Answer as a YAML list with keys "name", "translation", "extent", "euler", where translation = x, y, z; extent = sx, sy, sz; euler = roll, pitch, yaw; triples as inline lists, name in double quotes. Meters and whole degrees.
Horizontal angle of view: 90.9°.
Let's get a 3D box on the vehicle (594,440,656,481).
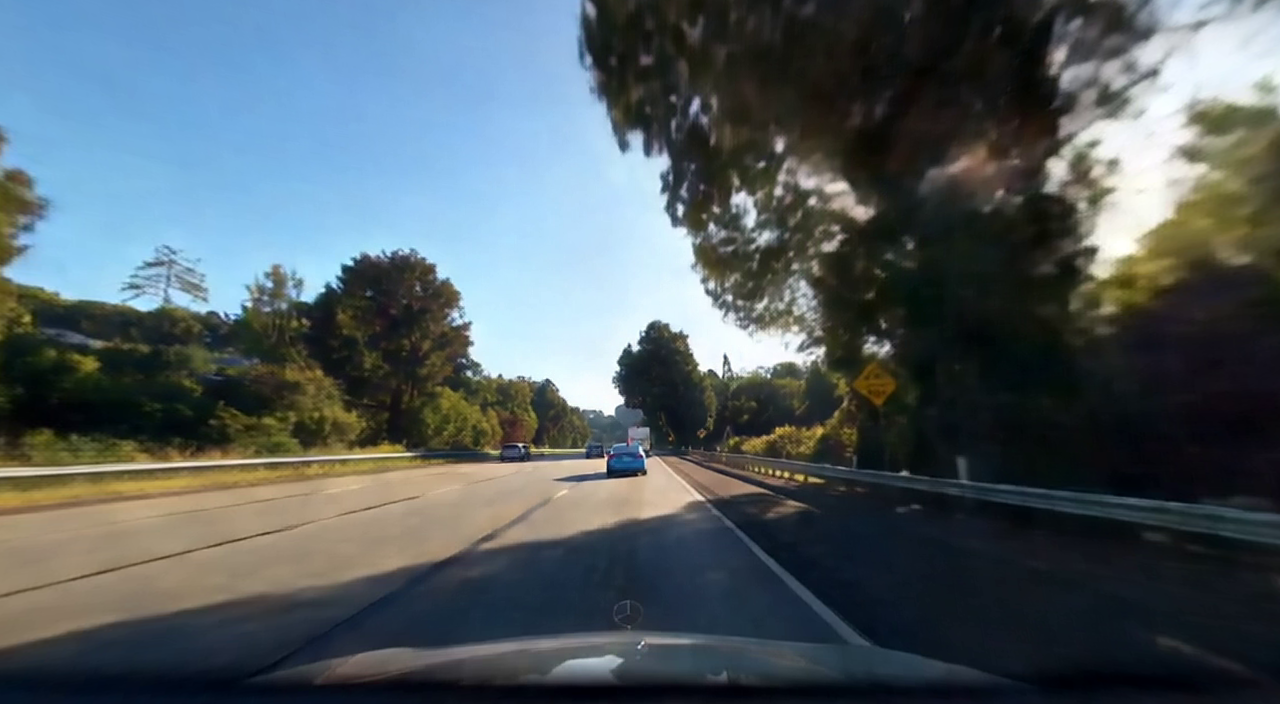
- name: "vehicle"
  translation: [-0.536, 4.185, 24.537]
  extent: [2.238, 1.479, 3.672]
  euler: [0, -9, 0]
